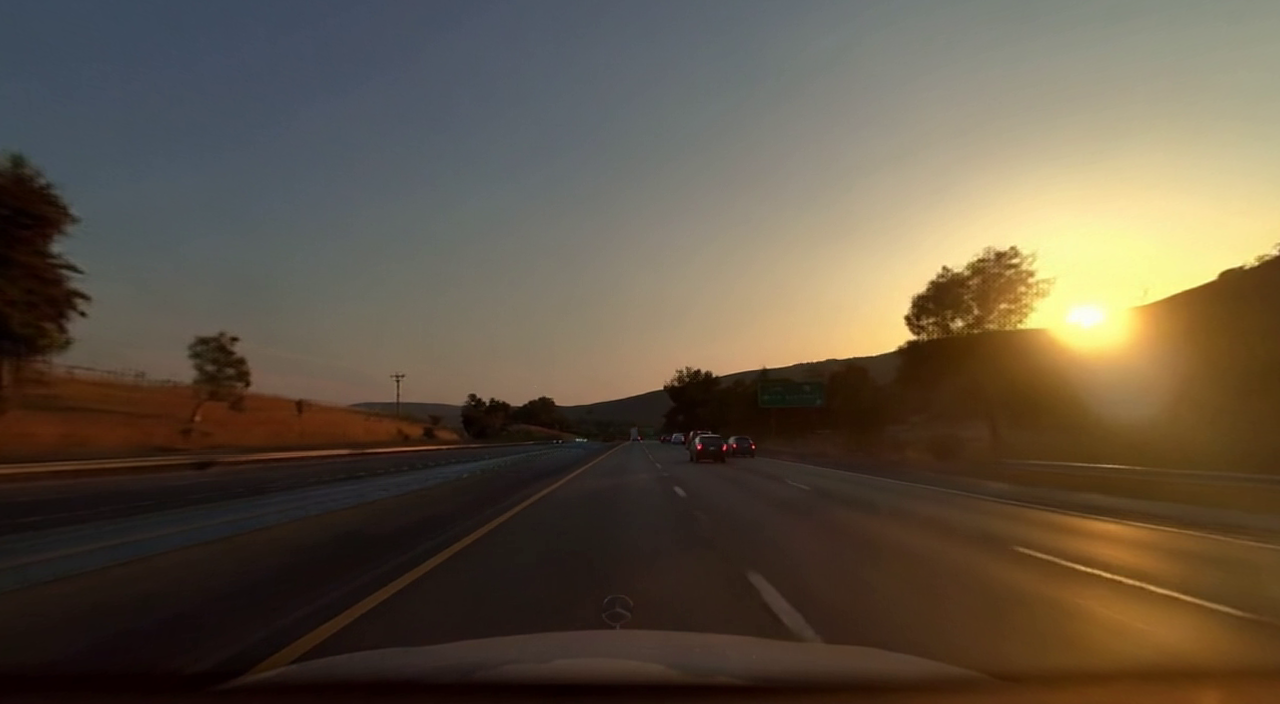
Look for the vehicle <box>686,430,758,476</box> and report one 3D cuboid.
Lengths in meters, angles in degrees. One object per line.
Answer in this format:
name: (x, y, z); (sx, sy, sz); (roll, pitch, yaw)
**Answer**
vehicle: (3.026, 3.844, 24.312); (2.084, 1.583, 4.420); (0, -8, -1)
